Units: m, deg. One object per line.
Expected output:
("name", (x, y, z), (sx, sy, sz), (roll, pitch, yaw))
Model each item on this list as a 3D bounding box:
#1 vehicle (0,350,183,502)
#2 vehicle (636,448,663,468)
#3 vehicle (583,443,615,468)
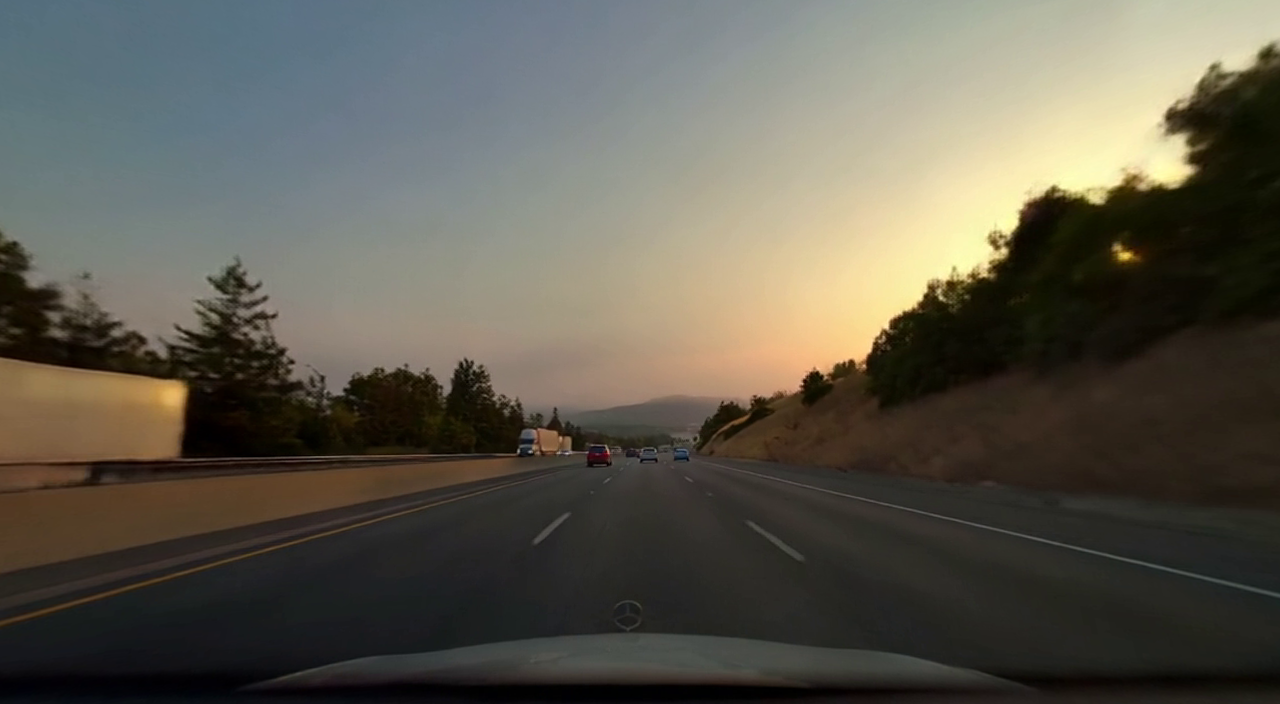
("vehicle", (-18.888, 1.923, 16.560), (2.878, 4.108, 14.364), (0, -9, 1))
("vehicle", (0.705, 8.247, 49.183), (2.036, 1.519, 4.225), (0, -9, 1))
("vehicle", (-3.095, 7.939, 48.424), (2.143, 1.770, 4.283), (0, -9, 1))
